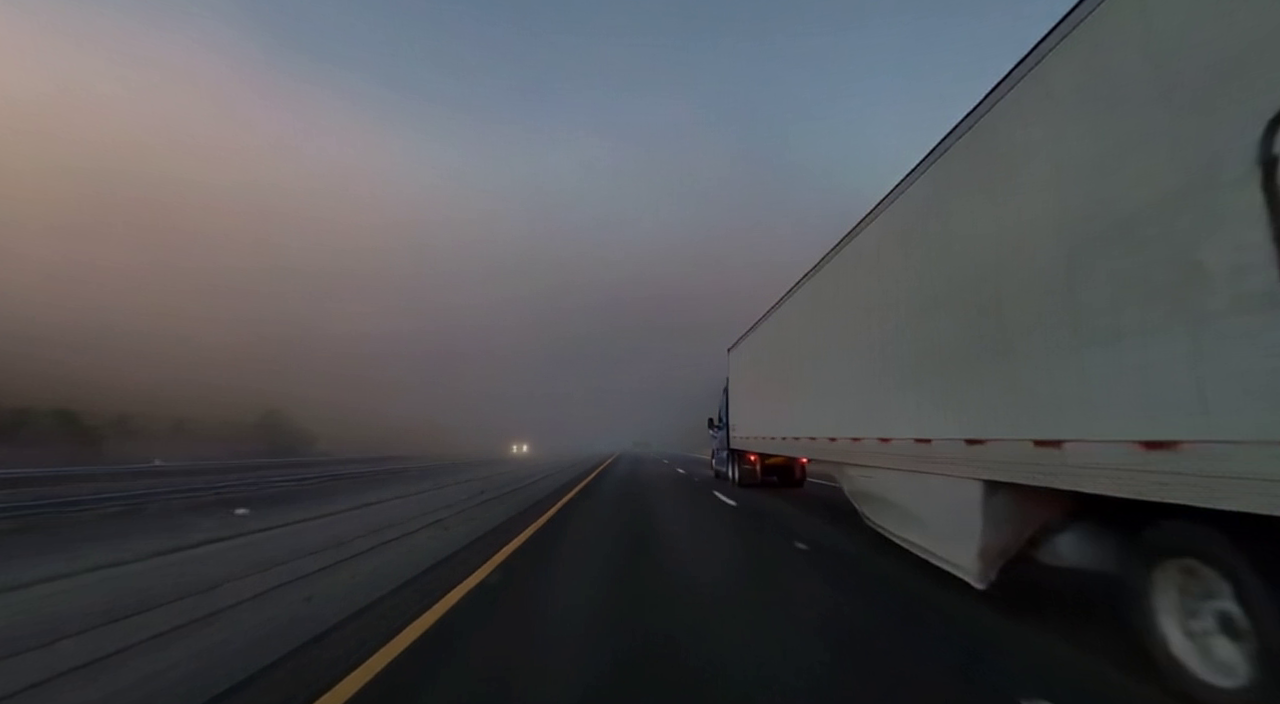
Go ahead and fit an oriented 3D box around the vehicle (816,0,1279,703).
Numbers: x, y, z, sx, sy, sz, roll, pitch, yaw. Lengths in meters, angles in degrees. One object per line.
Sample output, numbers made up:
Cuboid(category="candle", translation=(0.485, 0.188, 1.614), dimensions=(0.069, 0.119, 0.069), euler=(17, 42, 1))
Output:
Cuboid(category="vehicle", translation=(4.134, -0.164, 4.250), dimensions=(3.039, 4.342, 9.556), euler=(0, -8, 0))
